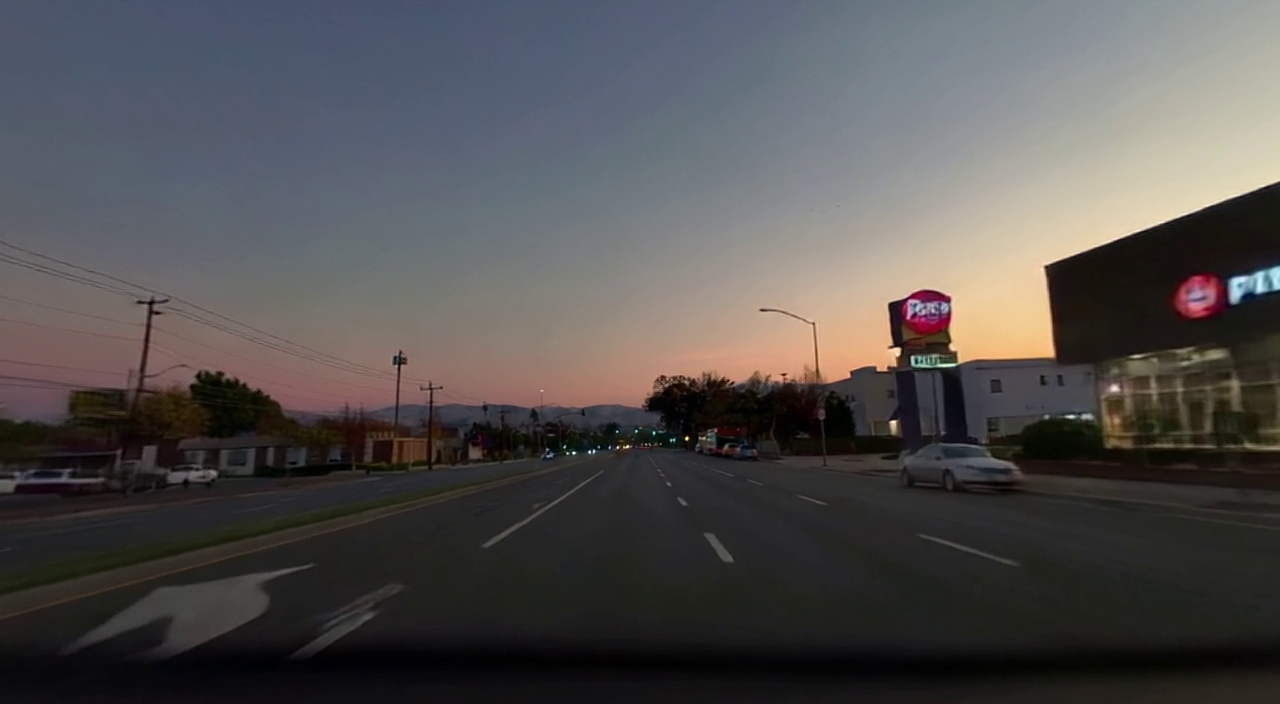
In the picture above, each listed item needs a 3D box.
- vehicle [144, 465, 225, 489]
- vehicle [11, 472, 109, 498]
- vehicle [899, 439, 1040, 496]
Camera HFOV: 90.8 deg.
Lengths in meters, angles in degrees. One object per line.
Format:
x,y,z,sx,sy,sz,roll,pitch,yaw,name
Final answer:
-35.228,9.705,49.046,4.654,1.648,1.915,3,-9,-21,vehicle
-42.260,9.660,46.157,4.805,1.609,1.906,4,-9,-24,vehicle
10.138,3.568,19.940,1.886,1.556,4.513,0,-8,-2,vehicle
